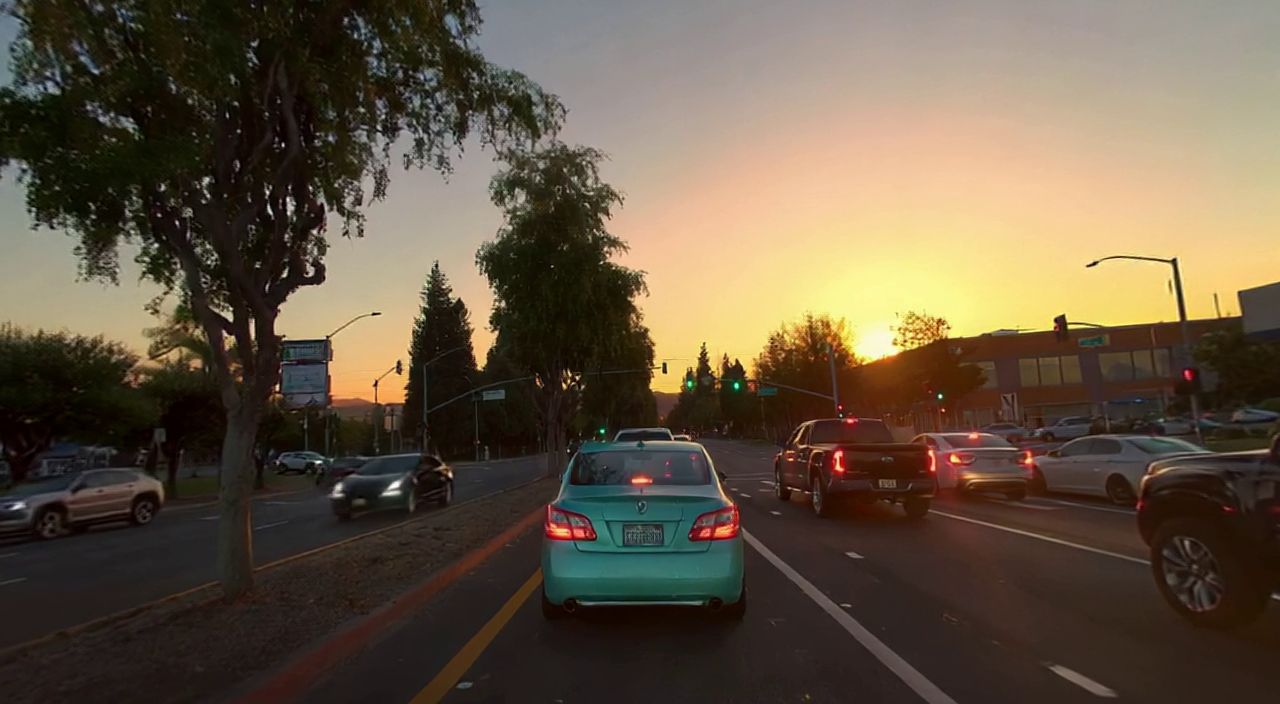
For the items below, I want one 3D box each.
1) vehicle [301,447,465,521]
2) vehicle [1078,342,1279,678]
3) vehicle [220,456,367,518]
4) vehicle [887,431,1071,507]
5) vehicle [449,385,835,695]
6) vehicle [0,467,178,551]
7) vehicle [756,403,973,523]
[{"bbox_3d":[-6.087,3.134,15.641,2.157,1.492,4.411,-2,-8,1],"label":"vehicle"},{"bbox_3d":[4.452,0.729,2.586,2.019,1.803,4.634,-1,-8,1],"label":"vehicle"},{"bbox_3d":[-9.800,3.807,18.290,1.806,1.473,4.303,0,-8,0],"label":"vehicle"},{"bbox_3d":[7.594,2.652,14.769,1.856,1.487,4.454,0,-8,0],"label":"vehicle"},{"bbox_3d":[-0.022,1.315,5.522,2.116,1.677,3.948,0,-8,-1],"label":"vehicle"},{"bbox_3d":[-13.828,3.634,15.187,1.935,1.518,4.415,-1,-8,2],"label":"vehicle"},{"bbox_3d":[4.167,2.209,13.103,2.319,1.930,5.651,0,-8,-1],"label":"vehicle"}]
